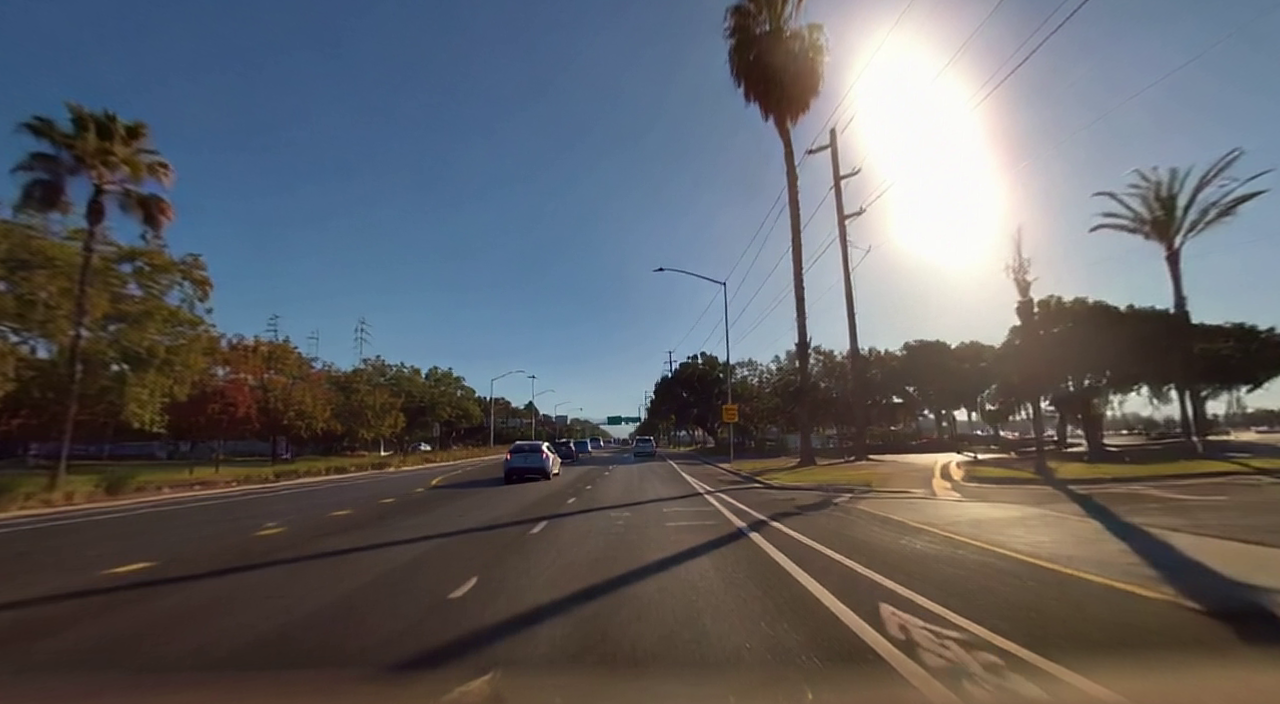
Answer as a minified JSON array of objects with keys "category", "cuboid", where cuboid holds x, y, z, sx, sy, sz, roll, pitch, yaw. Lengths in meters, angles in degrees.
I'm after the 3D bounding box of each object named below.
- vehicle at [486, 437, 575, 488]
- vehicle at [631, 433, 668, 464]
[{"category":"vehicle","cuboid":[-3.375,3.502,20.283,1.982,1.451,4.152,0,-9,2]},{"category":"vehicle","cuboid":[0.579,5.875,38.491,2.155,1.781,3.977,0,-9,0]}]
